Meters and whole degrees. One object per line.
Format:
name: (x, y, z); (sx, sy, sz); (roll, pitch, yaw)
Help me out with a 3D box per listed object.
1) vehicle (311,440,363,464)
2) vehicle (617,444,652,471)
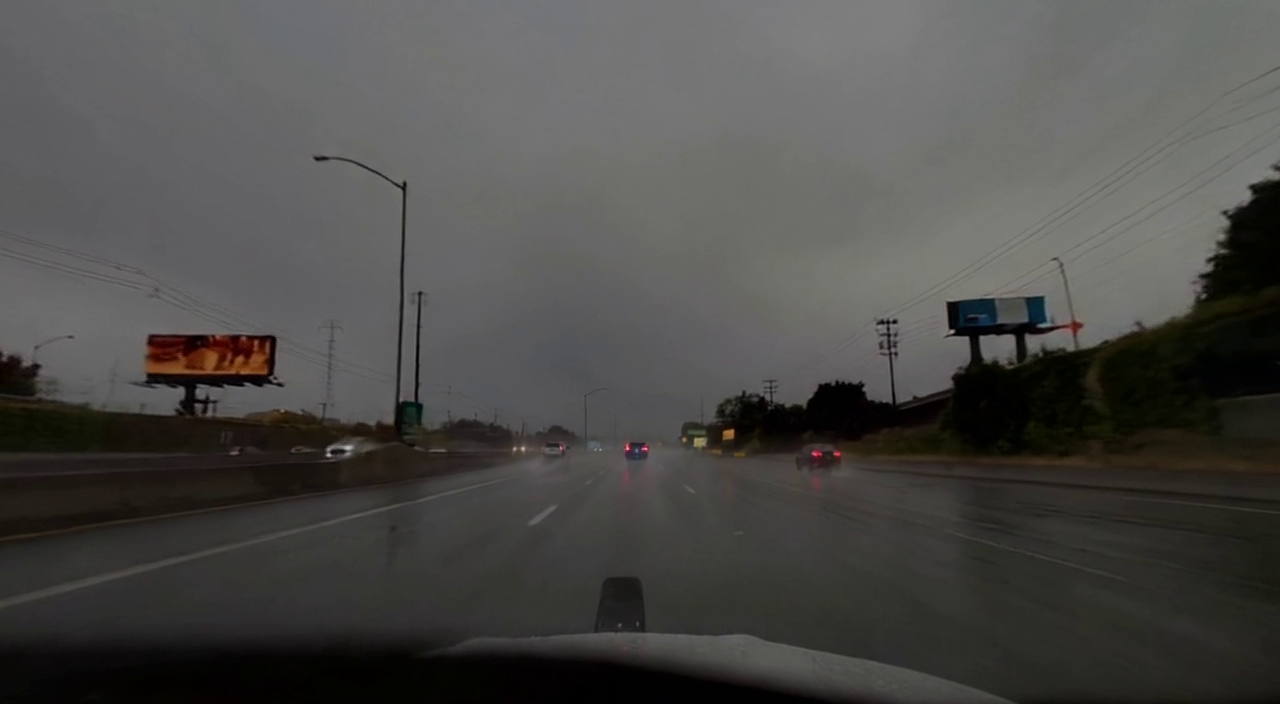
vehicle: (-20.484, 6.769, 42.847); (1.679, 1.560, 3.637); (0, -9, 0)
vehicle: (-0.361, 6.598, 39.597); (2.074, 1.574, 3.971); (0, -9, -1)
